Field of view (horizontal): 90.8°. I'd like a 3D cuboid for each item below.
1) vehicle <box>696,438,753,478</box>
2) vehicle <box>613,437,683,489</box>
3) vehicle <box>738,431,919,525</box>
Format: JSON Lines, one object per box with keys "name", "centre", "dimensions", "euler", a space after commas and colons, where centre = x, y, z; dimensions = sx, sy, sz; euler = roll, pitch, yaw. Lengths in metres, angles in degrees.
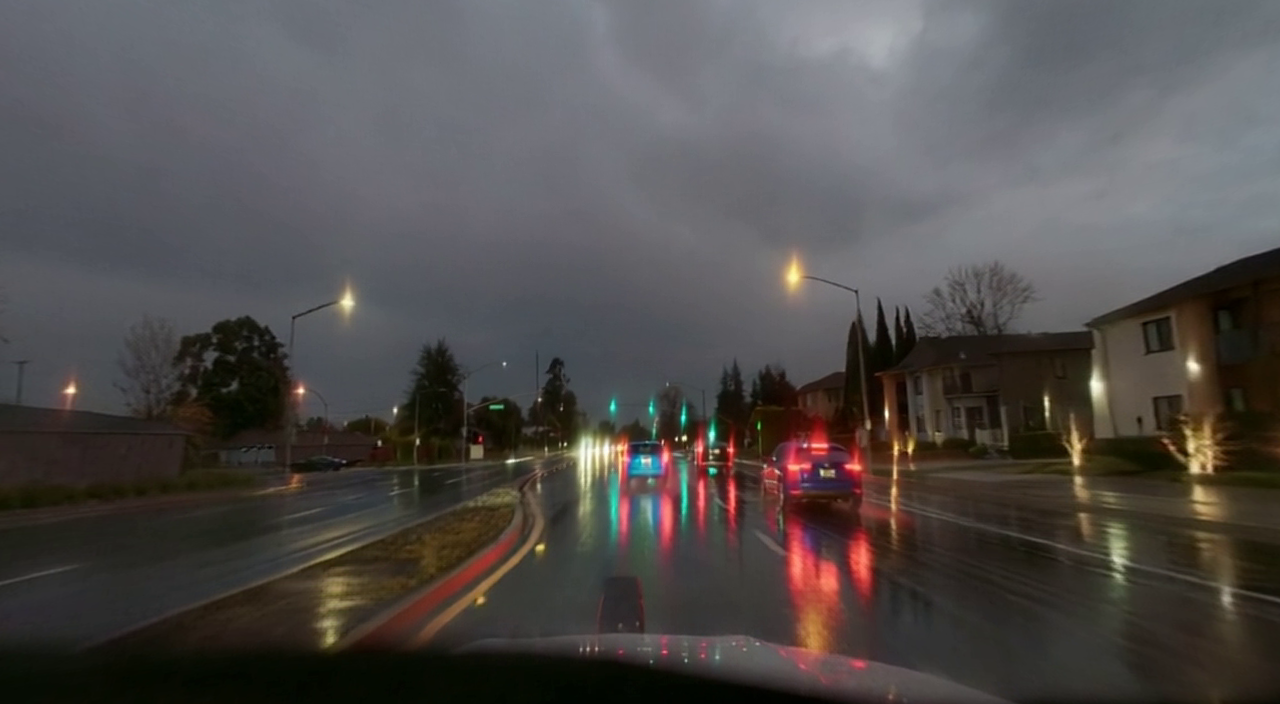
{"name": "vehicle", "centre": [3.434, 4.379, 26.301], "dimensions": [1.775, 1.499, 3.488], "euler": [0, -9, -1]}
{"name": "vehicle", "centre": [0.215, 3.582, 20.724], "dimensions": [2.093, 1.497, 4.010], "euler": [0, -9, -1]}
{"name": "vehicle", "centre": [3.464, 2.422, 12.734], "dimensions": [2.161, 1.519, 4.568], "euler": [0, -9, -1]}
